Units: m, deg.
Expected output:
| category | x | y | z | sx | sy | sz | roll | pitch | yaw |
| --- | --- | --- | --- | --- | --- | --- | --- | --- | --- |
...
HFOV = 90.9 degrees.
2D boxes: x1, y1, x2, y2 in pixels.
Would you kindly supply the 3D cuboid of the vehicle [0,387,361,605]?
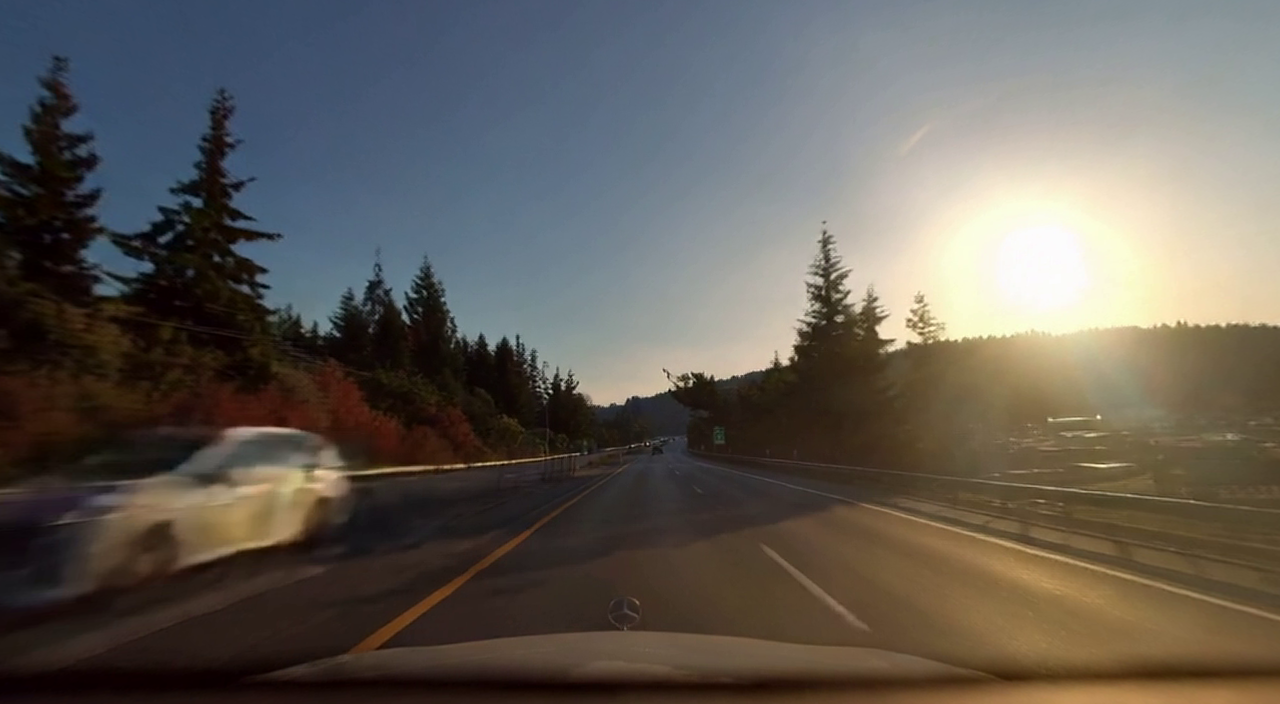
| category | x | y | z | sx | sy | sz | roll | pitch | yaw |
| --- | --- | --- | --- | --- | --- | --- | --- | --- | --- |
| vehicle | -5.827 | 1.635 | 8.032 | 2.341 | 1.910 | 4.785 | 0 | -9 | 0 |
